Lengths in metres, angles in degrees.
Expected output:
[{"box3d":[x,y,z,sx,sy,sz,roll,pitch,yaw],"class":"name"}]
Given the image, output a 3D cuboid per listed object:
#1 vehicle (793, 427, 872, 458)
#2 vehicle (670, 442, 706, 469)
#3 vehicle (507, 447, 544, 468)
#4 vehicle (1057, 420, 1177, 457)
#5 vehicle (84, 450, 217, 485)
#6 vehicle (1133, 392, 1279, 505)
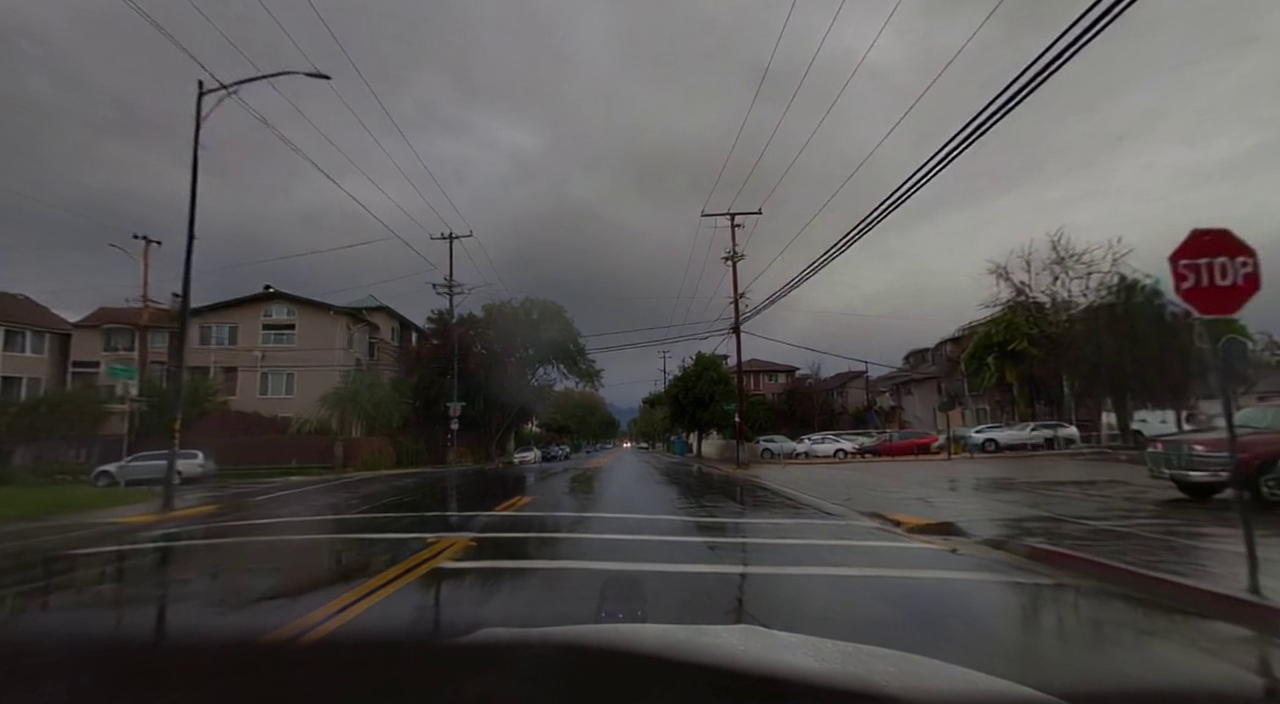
[{"box3d":[11.270,5.292,36.879,4.509,1.664,1.981,6,-10,-34],"class":"vehicle"},{"box3d":[3.251,7.084,43.484,1.993,1.755,4.256,0,-8,-2],"class":"vehicle"},{"box3d":[-8.532,7.921,47.541,2.066,1.472,4.353,0,-8,-2],"class":"vehicle"},{"box3d":[22.402,4.094,29.800,4.002,1.505,2.061,-1,-10,-5],"class":"vehicle"},{"box3d":[-22.213,5.247,28.794,4.424,1.486,1.814,0,-8,-2],"class":"vehicle"},{"box3d":[11.493,1.634,10.857,4.451,1.707,1.989,0,-8,-5],"class":"vehicle"}]
